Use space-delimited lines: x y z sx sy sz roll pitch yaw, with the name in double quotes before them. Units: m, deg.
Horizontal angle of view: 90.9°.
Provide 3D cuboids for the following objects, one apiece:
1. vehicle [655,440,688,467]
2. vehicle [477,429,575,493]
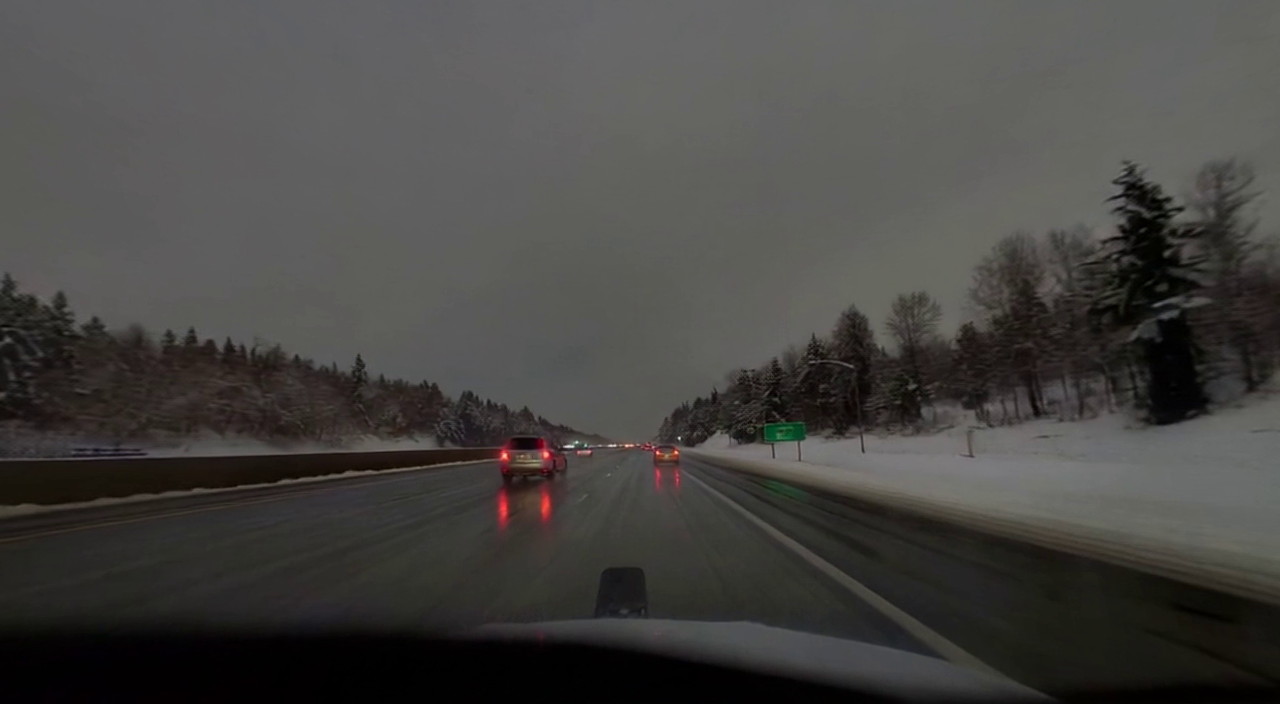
"vehicle" 1.991 6.532 40.714 2.023 1.589 4.030 -1 -8 1
"vehicle" -3.441 3.405 19.988 2.214 1.759 4.435 -1 -8 1
